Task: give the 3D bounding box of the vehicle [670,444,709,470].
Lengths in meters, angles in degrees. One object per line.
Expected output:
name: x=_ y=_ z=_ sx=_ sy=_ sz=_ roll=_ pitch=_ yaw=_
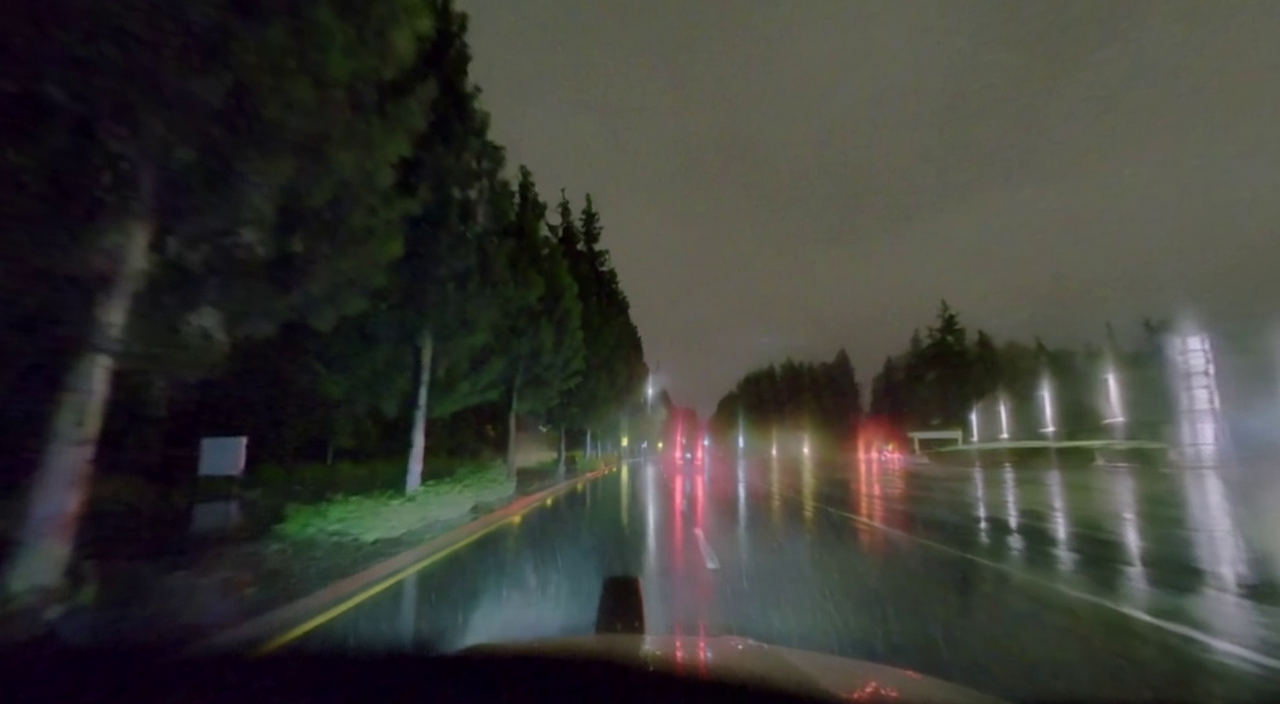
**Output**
vehicle: x=3.021 y=6.514 z=39.288 sx=2.044 sy=1.537 sz=4.528 roll=0 pitch=-8 yaw=0
